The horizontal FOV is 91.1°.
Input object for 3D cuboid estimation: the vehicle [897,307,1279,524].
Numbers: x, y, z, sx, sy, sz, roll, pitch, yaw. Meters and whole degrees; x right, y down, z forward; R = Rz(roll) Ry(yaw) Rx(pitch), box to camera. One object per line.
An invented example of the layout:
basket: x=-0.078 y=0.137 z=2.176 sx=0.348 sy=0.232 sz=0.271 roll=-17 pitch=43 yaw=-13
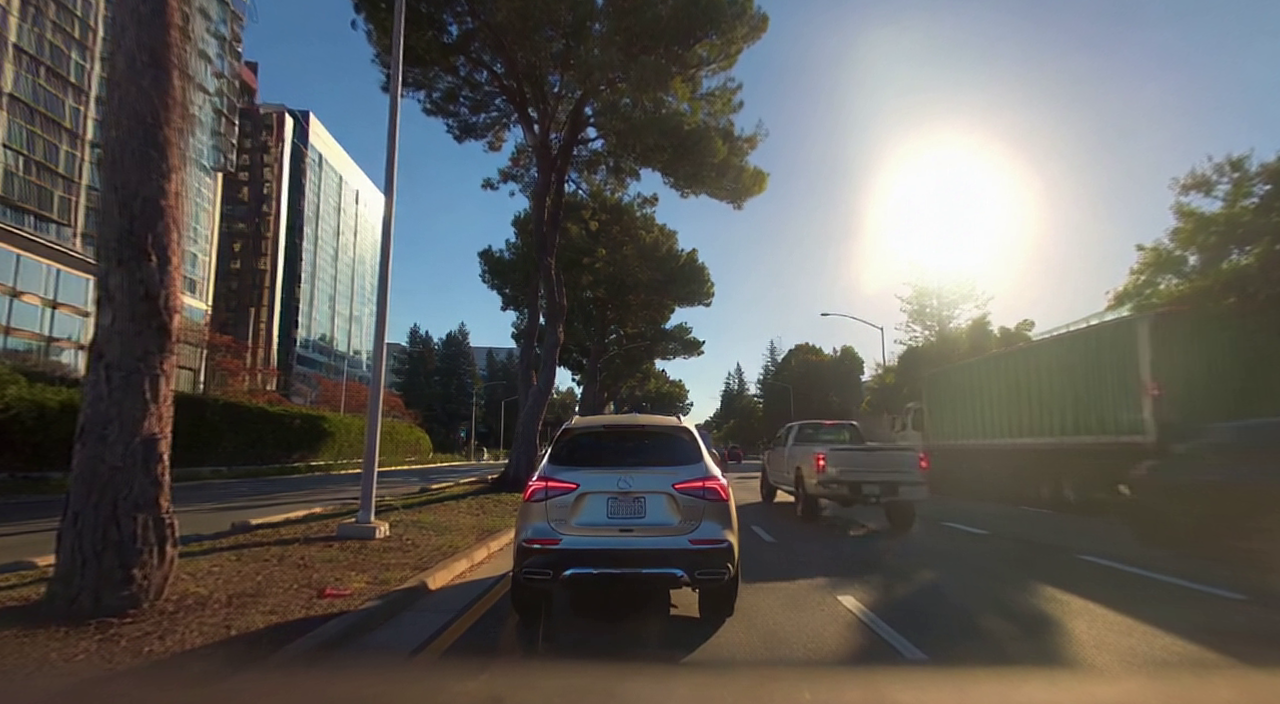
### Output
vehicle: x=11.032 y=1.961 z=17.177 sx=3.025 sy=3.993 sz=11.243 roll=0 pitch=-9 yaw=-1

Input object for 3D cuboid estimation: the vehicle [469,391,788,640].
vehicle: x=-0.093 y=1.422 z=6.404 sx=2.172 sy=1.694 sz=4.055 roll=0 pitch=-8 yaw=-1

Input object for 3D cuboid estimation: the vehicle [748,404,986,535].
vehicle: x=3.983 y=2.246 z=12.735 sx=2.440 sy=1.962 sz=6.363 roll=0 pitch=-8 yaw=0

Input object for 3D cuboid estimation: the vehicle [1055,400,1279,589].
vehicle: x=7.200 y=1.492 z=6.827 sx=2.024 sy=1.810 sz=4.807 roll=0 pitch=-9 yaw=0
